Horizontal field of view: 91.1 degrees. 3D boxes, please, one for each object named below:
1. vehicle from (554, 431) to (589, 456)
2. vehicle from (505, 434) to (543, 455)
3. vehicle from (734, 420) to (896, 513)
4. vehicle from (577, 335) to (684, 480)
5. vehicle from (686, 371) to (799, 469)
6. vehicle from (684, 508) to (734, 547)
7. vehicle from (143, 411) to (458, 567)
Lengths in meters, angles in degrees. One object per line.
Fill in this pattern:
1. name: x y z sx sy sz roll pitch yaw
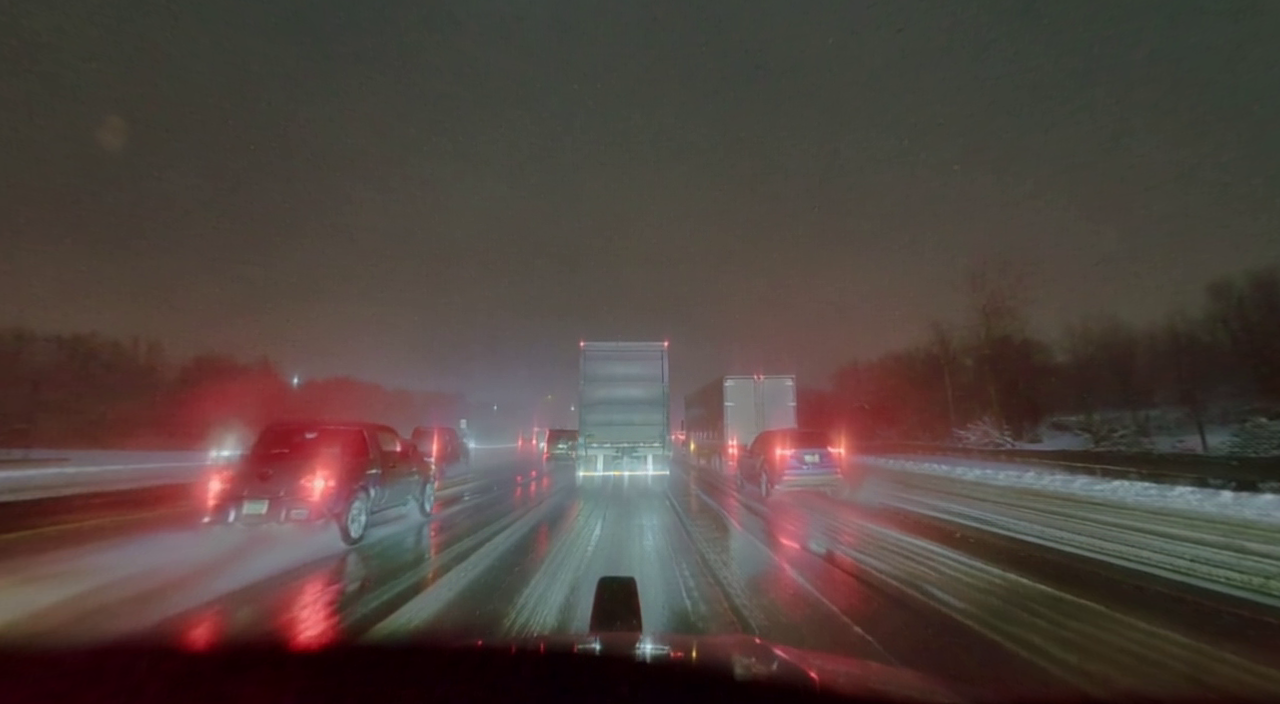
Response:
1. vehicle: -4.605 6.202 42.859 1.986 1.612 4.155 0 -8 0
2. vehicle: -8.541 6.840 46.805 2.019 1.471 4.347 0 -8 0
3. vehicle: 3.205 2.170 12.501 1.976 1.513 4.065 0 -8 -1
4. vehicle: -0.386 2.176 22.523 2.938 4.033 9.980 0 -8 -1
5. vehicle: 4.662 3.795 32.451 2.863 3.936 14.058 1 -9 -3
6. vehicle: 4.341 11.138 40.077 2.835 2.000 2.696 0 -7 -2
7. vehicle: -3.847 1.587 8.047 1.882 1.493 3.828 0 -8 0
